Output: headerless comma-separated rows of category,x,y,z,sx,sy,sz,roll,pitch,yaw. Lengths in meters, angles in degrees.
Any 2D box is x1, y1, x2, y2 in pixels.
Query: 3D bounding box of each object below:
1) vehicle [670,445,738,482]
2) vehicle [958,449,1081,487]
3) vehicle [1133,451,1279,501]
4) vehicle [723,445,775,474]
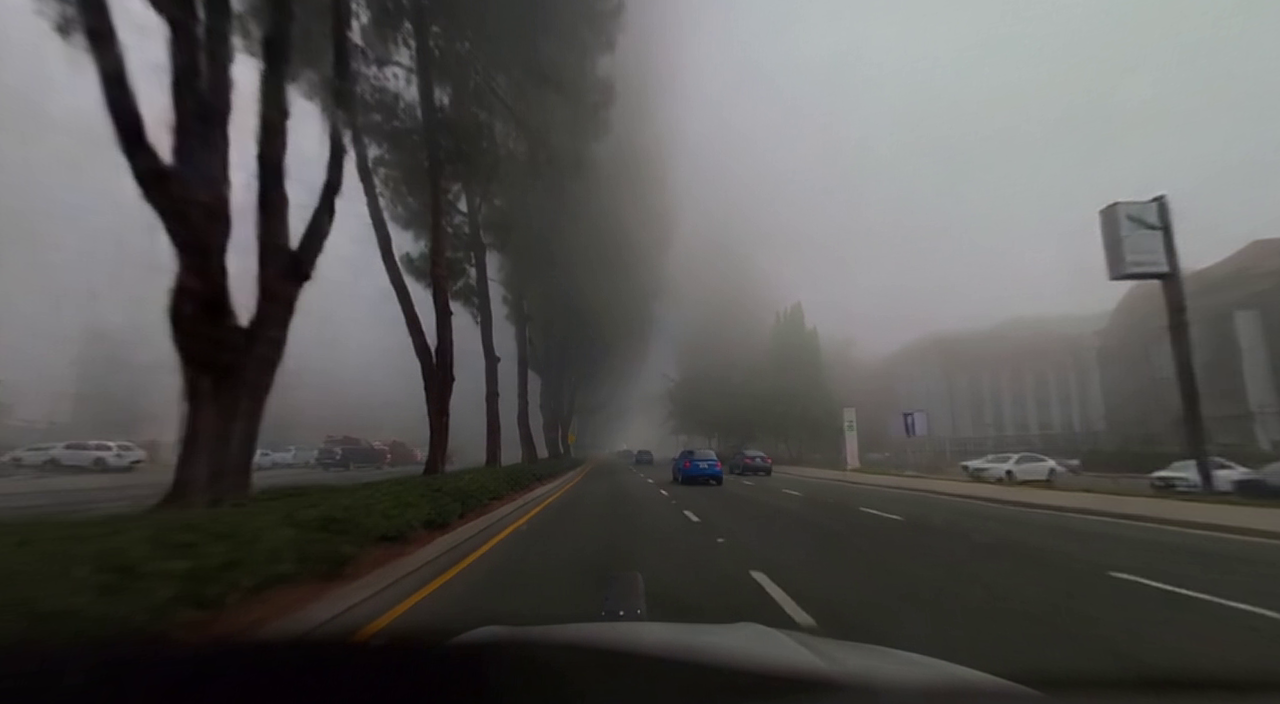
vehicle,2.628,4.737,27.114,2.256,1.451,4.313,1,-9,-3
vehicle,16.511,5.011,27.443,4.486,1.532,1.939,3,-9,-15
vehicle,18.651,3.889,20.015,4.727,1.433,2.088,2,-9,-13
vehicle,5.947,5.914,34.890,1.886,1.528,4.169,1,-9,-4
